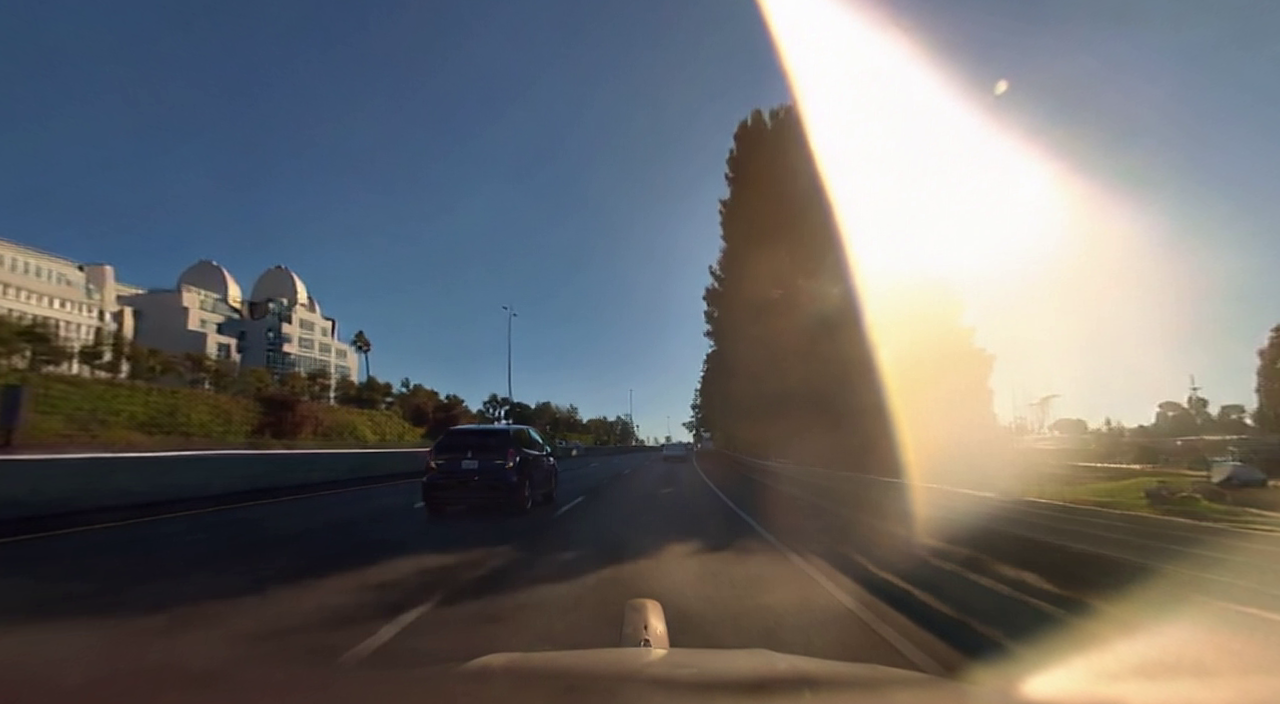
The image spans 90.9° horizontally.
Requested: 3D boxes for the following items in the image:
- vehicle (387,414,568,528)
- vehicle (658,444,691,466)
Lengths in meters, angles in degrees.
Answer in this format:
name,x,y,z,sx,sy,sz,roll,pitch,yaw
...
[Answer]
name,x,y,z,sx,sy,sz,roll,pitch,yaw
vehicle,-2.902,2.283,12.649,2.185,1.823,4.854,0,-9,2
vehicle,2.387,7.087,43.626,2.158,1.458,3.656,0,-9,4
